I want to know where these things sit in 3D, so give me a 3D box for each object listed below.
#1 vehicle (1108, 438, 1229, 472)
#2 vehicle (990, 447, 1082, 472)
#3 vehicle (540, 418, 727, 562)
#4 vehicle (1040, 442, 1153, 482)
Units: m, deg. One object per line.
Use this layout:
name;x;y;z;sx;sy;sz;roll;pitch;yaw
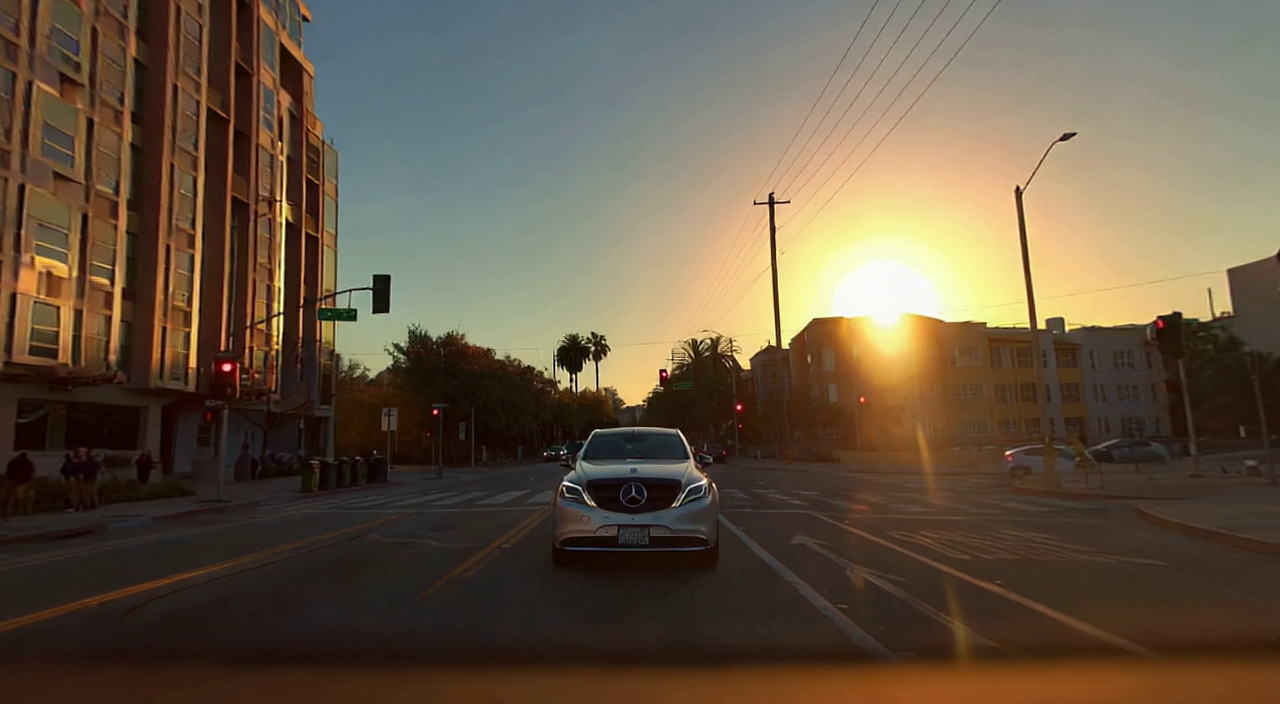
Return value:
vehicle;28.526;5.563;34.222;4.649;1.760;2.029;-1;-8;2
vehicle;24.207;6.587;38.702;4.417;1.462;1.761;0;-8;-1
vehicle;-0.081;1.874;9.236;2.144;1.643;3.770;0;-8;0
vehicle;20.065;4.798;27.797;4.118;1.593;2.004;3;-9;-21
